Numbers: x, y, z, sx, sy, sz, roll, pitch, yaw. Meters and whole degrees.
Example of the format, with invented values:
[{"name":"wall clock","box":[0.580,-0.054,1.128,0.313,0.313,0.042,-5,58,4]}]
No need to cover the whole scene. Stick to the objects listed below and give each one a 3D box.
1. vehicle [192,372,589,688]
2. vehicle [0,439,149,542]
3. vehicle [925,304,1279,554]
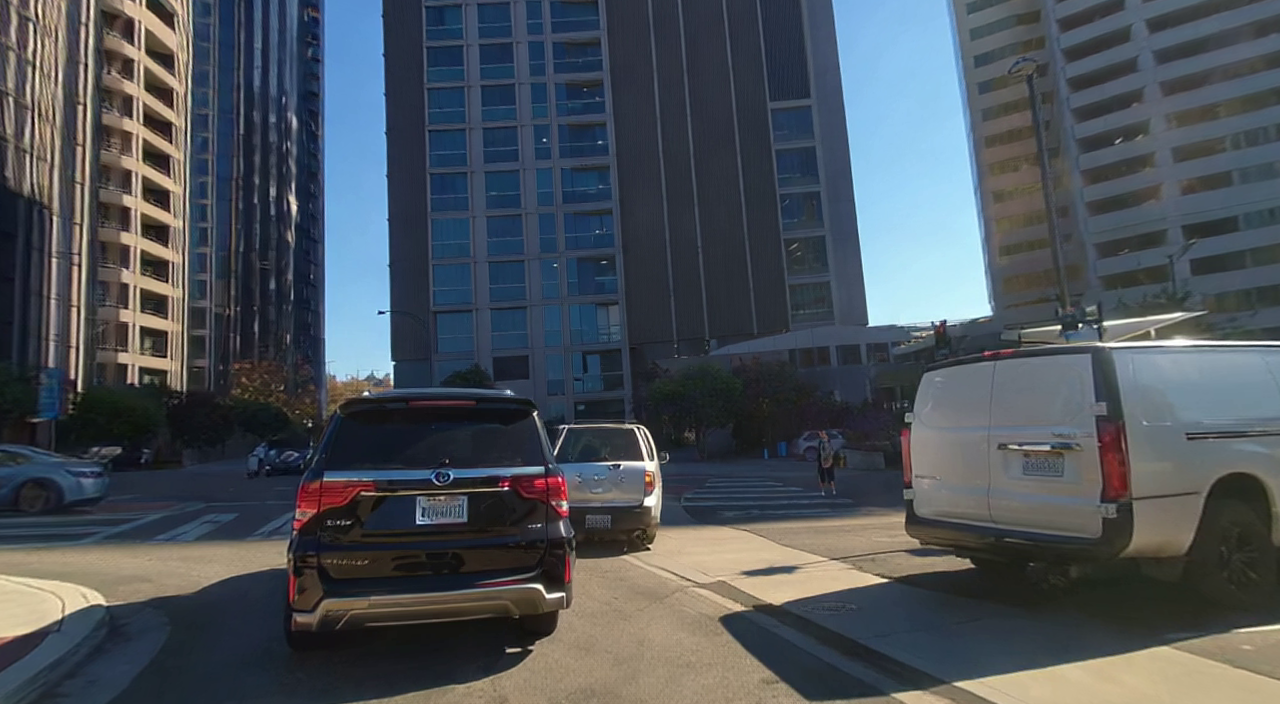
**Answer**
[{"name":"vehicle","box":[-1.631,1.289,5.710,2.144,1.733,4.115,1,-9,-7]},{"name":"vehicle","box":[-12.004,2.436,11.195,2.021,1.742,4.654,-6,-11,36]},{"name":"vehicle","box":[7.822,0.993,8.195,6.932,2.753,2.446,0,-8,1]}]
